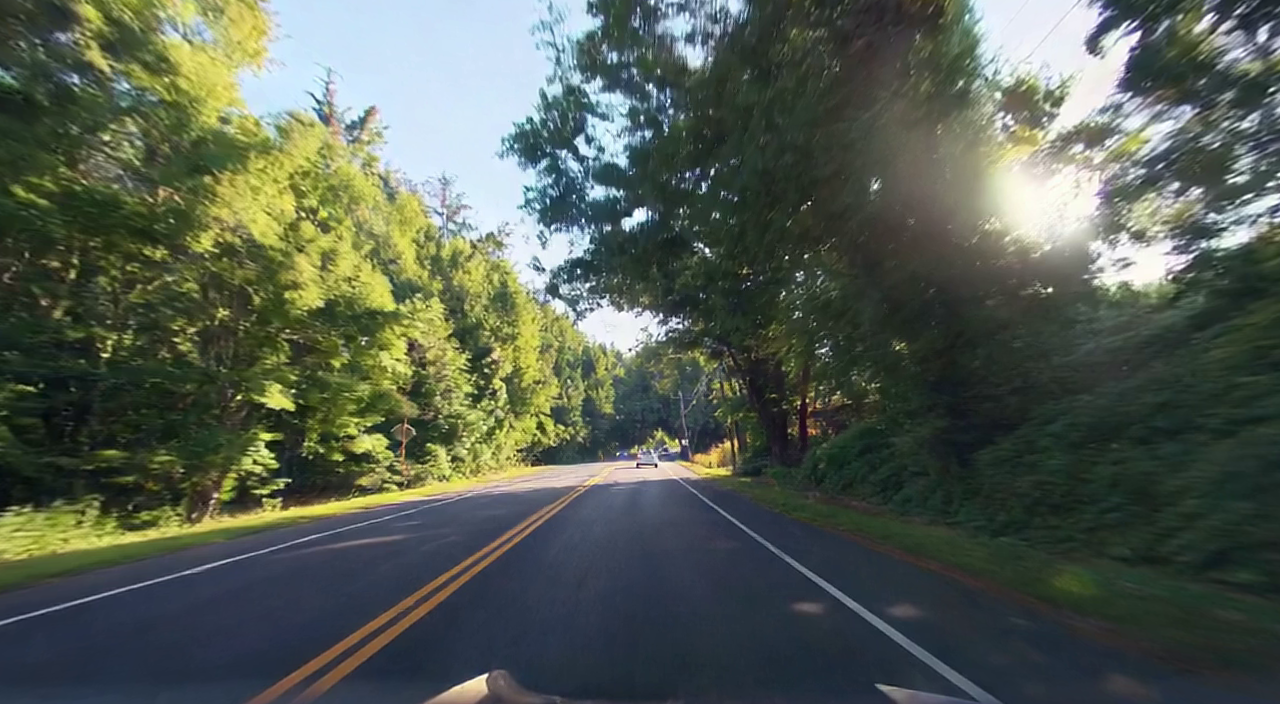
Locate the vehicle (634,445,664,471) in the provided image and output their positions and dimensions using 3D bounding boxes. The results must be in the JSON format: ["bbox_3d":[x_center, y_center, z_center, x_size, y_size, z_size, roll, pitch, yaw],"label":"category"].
[{"bbox_3d":[0.634,7.666,45.975,2.083,1.767,4.448,0,-9,0],"label":"vehicle"}]
